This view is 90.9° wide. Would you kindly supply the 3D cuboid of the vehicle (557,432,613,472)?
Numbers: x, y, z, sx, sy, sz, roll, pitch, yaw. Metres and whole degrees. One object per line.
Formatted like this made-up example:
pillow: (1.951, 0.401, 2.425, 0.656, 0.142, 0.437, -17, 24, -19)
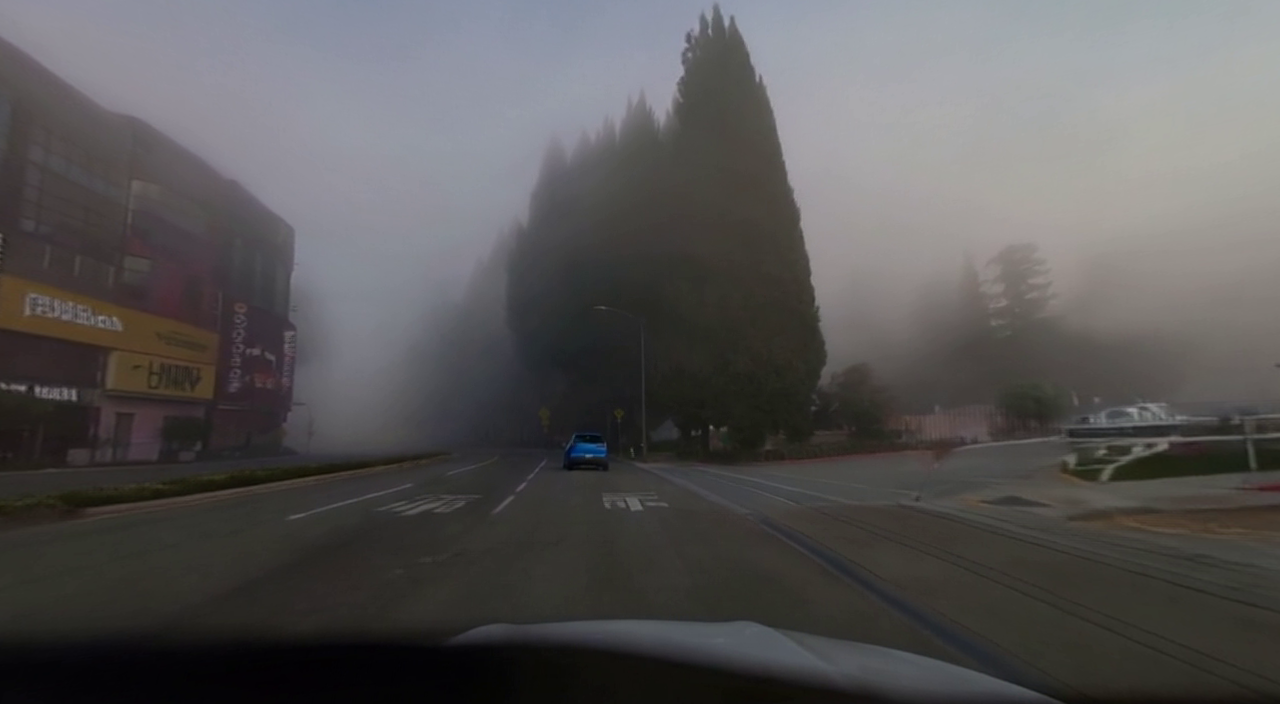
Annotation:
vehicle: (-2.512, 4.360, 27.739, 2.231, 1.572, 4.227, 1, -8, -8)
